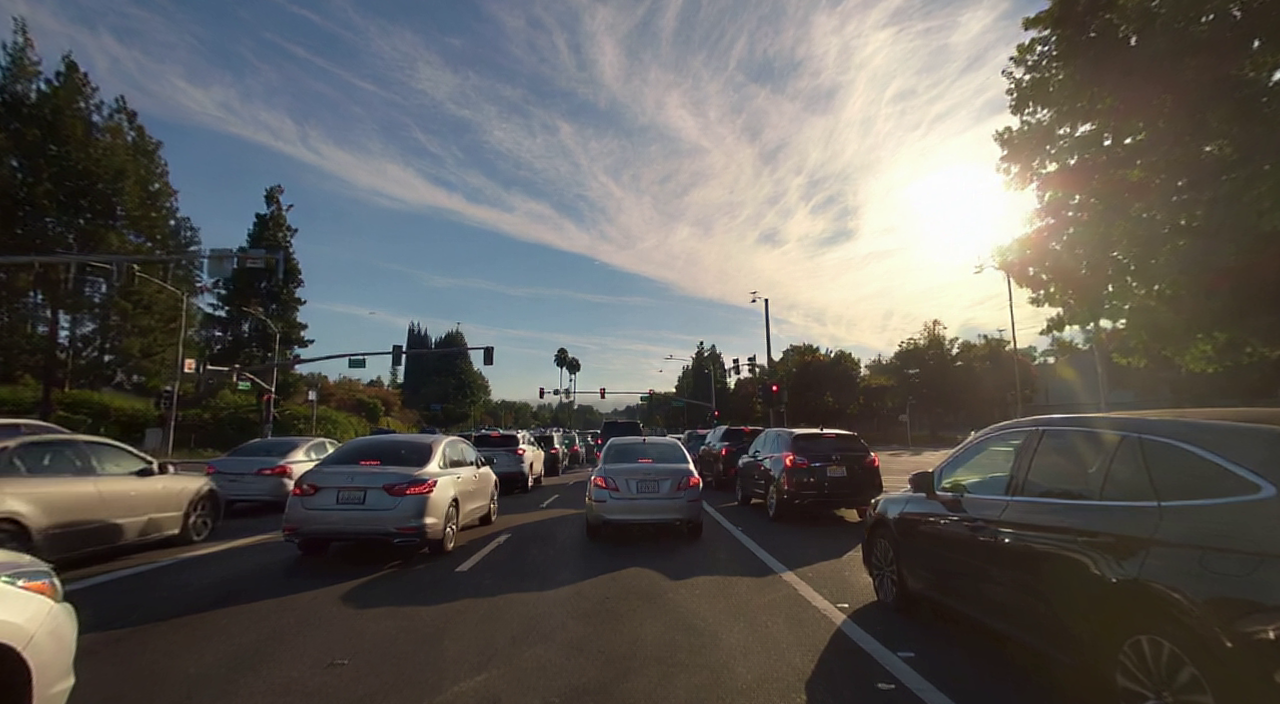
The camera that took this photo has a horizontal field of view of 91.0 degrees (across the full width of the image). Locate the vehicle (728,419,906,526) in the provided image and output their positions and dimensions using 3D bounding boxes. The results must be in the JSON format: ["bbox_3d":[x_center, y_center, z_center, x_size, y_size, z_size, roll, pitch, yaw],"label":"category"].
[{"bbox_3d":[3.074,2.207,12.014,2.106,1.667,4.101,0,-8,-1],"label":"vehicle"}]

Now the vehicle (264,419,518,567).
[{"bbox_3d":[-3.058,1.818,8.903,1.896,1.546,4.378,0,-8,-2],"label":"vehicle"}]

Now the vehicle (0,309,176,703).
[{"bbox_3d":[-3.204,0.502,0.603,2.079,1.756,4.676,0,-8,-3],"label":"vehicle"}]

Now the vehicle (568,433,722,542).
[{"bbox_3d":[0.004,2.106,10.420,2.076,1.438,3.770,0,-8,-2],"label":"vehicle"}]

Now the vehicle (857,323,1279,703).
[{"bbox_3d":[3.151,0.995,3.737,2.074,1.685,4.387,0,-8,-1],"label":"vehicle"}]
